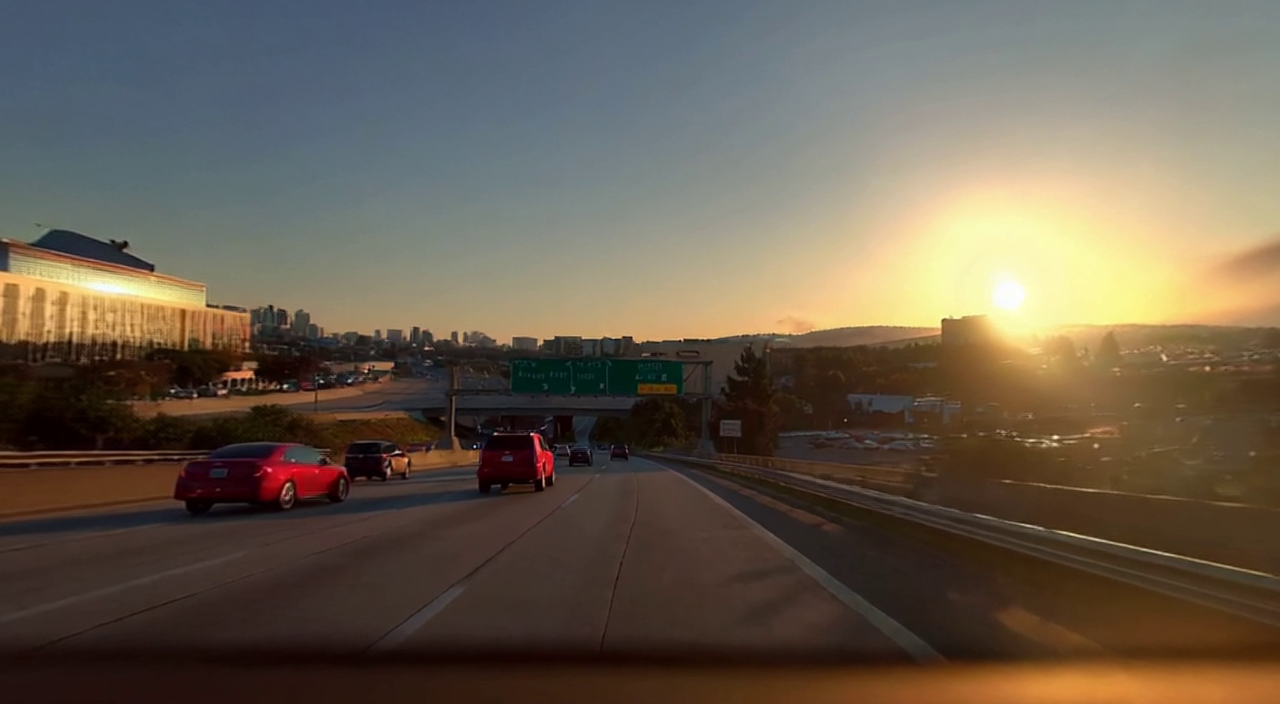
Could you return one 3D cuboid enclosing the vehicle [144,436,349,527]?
[{"bbox_3d":[-7.410,2.422,12.339,1.796,1.509,3.393,0,-8,0],"label":"vehicle"}]

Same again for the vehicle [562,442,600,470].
[{"bbox_3d":[-3.543,6.315,38.449,1.955,1.614,3.817,0,-8,0],"label":"vehicle"}]

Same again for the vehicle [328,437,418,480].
[{"bbox_3d":[-11.309,4.530,27.085,1.919,1.665,4.394,0,-8,0],"label":"vehicle"}]

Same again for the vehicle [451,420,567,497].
[{"bbox_3d":[-3.754,3.181,19.261,2.301,1.985,5.247,0,-8,1],"label":"vehicle"}]
